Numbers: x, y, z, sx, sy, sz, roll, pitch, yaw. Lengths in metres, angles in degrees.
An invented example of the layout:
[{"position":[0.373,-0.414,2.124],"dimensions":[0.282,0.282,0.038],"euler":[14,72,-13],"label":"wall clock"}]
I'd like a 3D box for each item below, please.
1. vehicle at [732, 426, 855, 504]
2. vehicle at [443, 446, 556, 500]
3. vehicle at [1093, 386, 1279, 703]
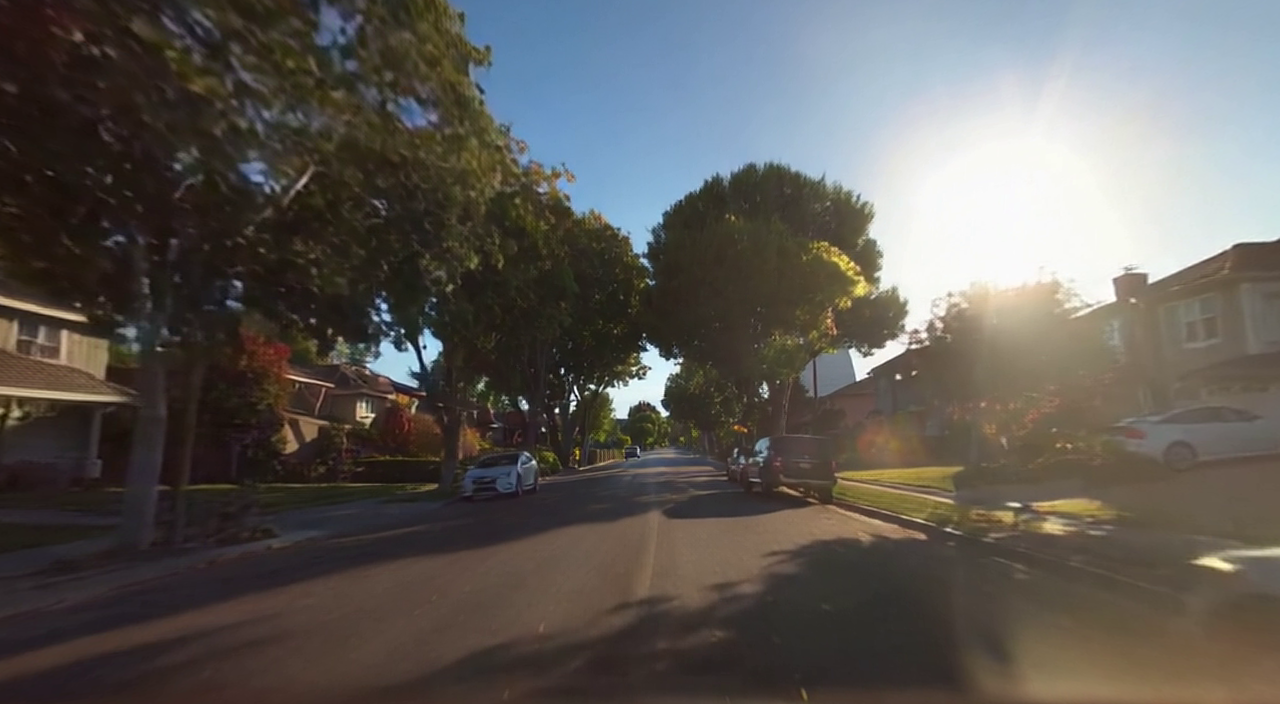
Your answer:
[{"position":[4.270,3.254,18.770],"dimensions":[2.350,1.912,5.696],"euler":[0,-8,1],"label":"vehicle"},{"position":[-4.113,3.657,19.349],"dimensions":[2.234,1.377,4.413],"euler":[-2,-10,3],"label":"vehicle"},{"position":[3.644,0.783,1.309],"dimensions":[2.079,1.651,4.783],"euler":[0,-8,4],"label":"vehicle"}]
